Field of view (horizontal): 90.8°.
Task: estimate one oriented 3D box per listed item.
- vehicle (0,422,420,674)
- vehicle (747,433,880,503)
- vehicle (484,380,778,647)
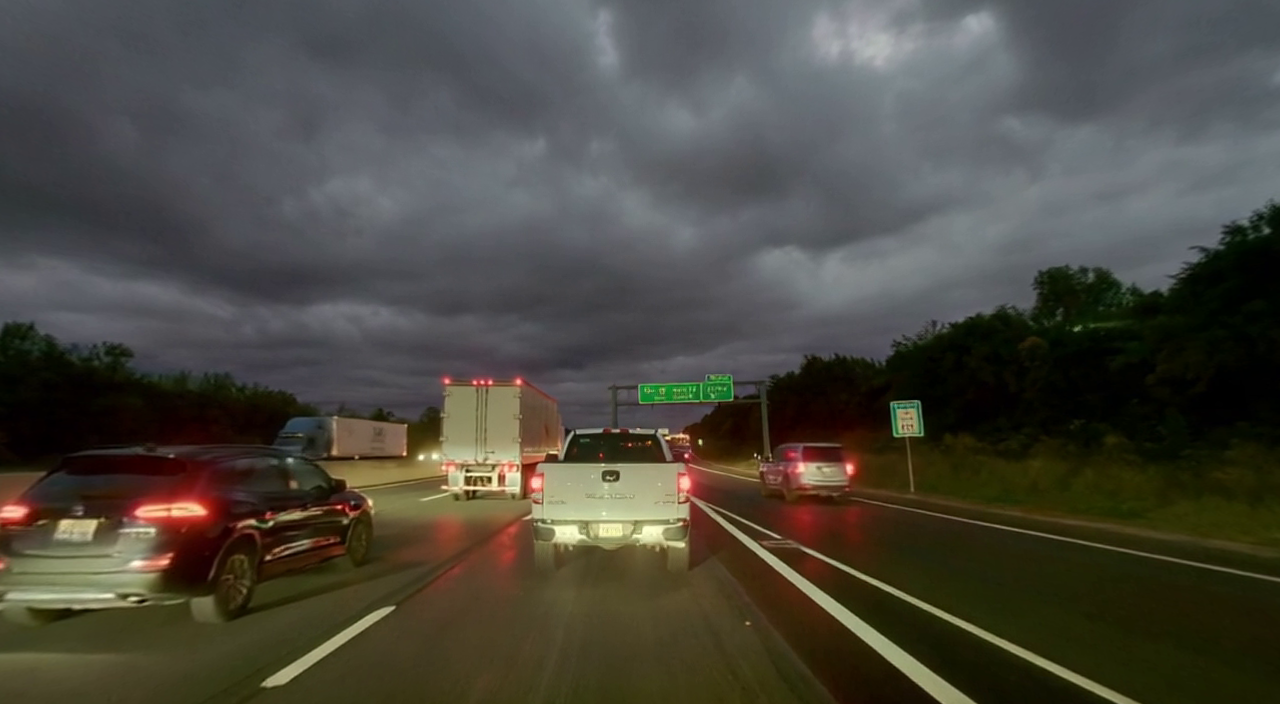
[{"bbox_3d":[-3.928,1.532,6.078,1.986,1.501,4.407,-1,-9,1],"label":"vehicle"},{"bbox_3d":[4.943,3.394,18.905,2.182,1.781,4.875,0,-9,-5],"label":"vehicle"},{"bbox_3d":[-0.092,1.359,6.086,1.995,1.798,3.380,0,-9,-1],"label":"vehicle"}]
